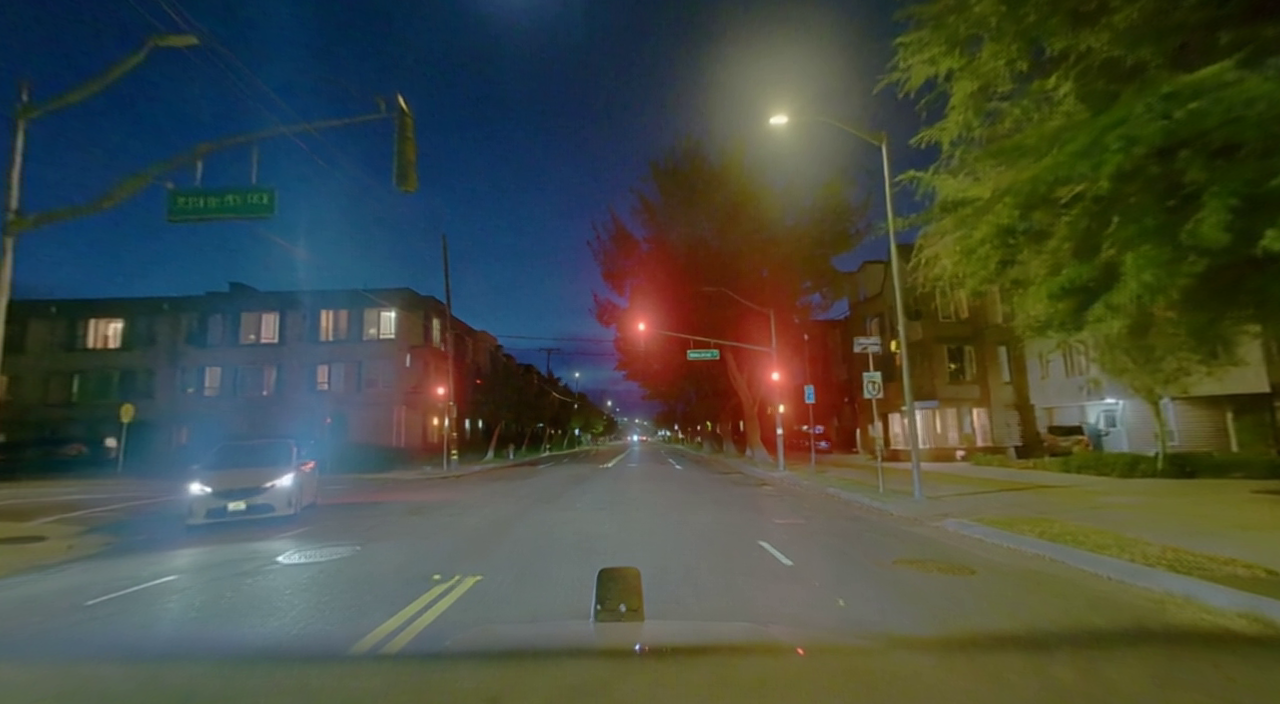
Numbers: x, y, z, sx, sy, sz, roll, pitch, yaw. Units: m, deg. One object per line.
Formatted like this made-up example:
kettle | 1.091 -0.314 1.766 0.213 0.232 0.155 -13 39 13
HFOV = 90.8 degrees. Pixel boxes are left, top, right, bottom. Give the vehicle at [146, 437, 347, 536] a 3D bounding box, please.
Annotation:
vehicle | -7.151 2.373 11.347 4.135 1.424 1.945 -12 -14 42

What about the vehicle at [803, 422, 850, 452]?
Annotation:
vehicle | 11.447 5.296 39.035 1.950 1.714 4.245 -1 -9 6

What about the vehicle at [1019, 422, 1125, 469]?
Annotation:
vehicle | 17.124 3.760 25.314 2.013 1.722 4.007 -2 -9 12

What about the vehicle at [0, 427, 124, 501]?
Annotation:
vehicle | -17.561 3.117 17.334 4.804 1.842 2.171 -2 -8 -2
